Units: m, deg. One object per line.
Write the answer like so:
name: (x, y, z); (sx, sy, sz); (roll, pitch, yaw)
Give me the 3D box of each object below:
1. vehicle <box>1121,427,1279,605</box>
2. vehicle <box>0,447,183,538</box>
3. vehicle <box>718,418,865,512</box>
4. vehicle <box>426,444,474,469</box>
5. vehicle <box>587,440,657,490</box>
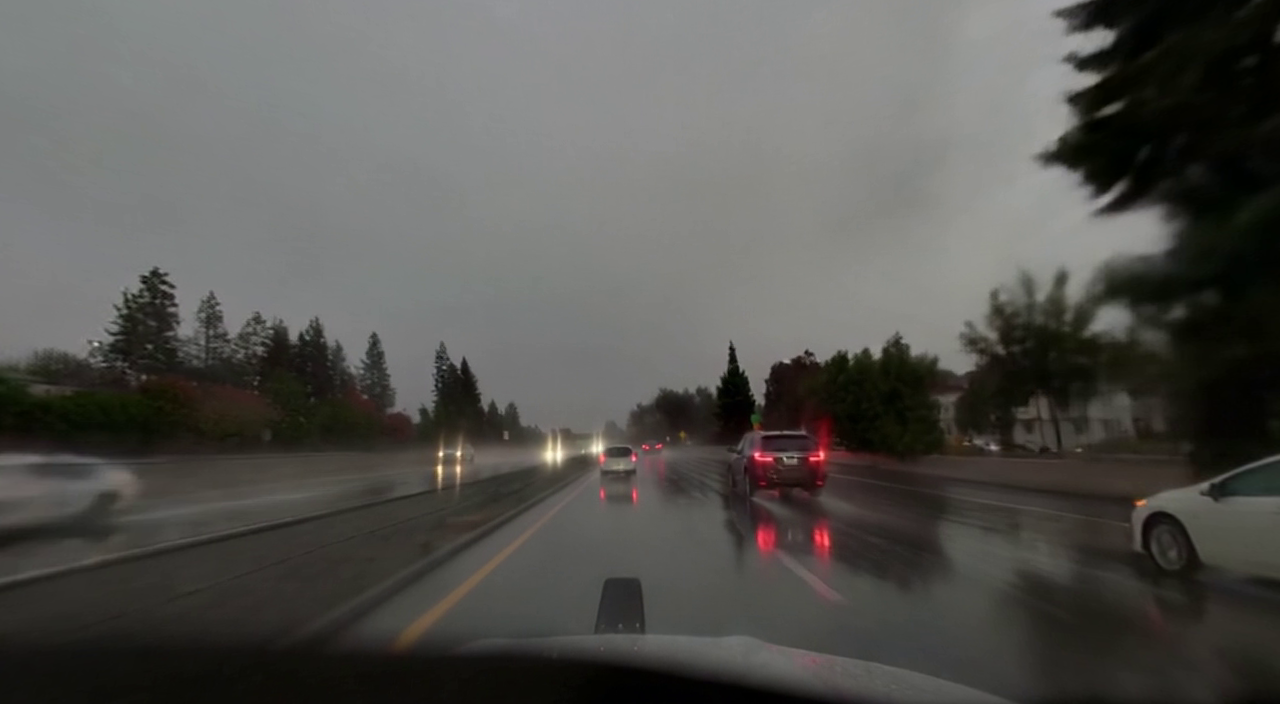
vehicle: (6.556, 1.259, 4.550); (2.434, 1.467, 4.726); (0, -8, -1)
vehicle: (-11.464, 2.569, 12.151); (2.022, 1.447, 4.427); (0, -8, 0)
vehicle: (3.288, 2.576, 14.848); (2.186, 1.842, 4.553); (0, -8, -2)
vehicle: (-14.542, 8.025, 48.678); (2.178, 1.793, 4.921); (0, -8, 0)
vehicle: (-0.540, 3.585, 20.448); (2.040, 1.451, 3.736); (0, -8, 0)
